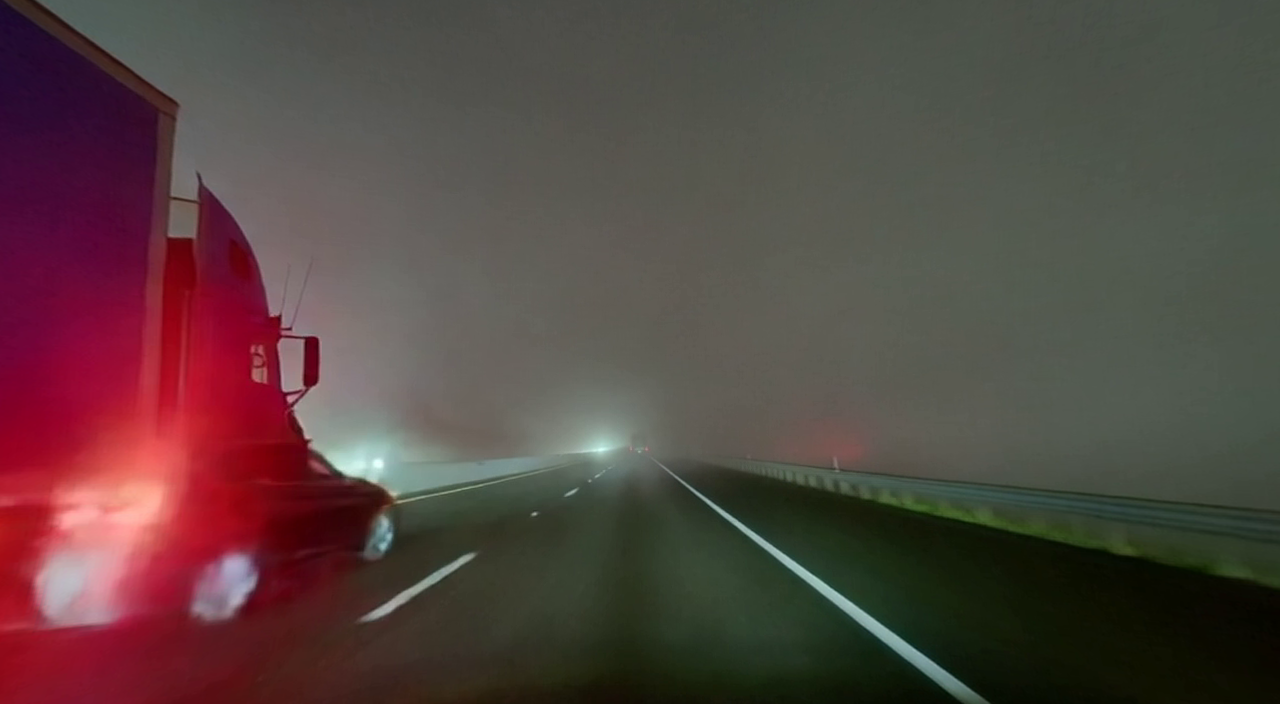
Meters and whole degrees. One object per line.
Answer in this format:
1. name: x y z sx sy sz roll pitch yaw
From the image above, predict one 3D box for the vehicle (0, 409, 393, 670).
1. vehicle: -3.949 1.418 5.749 1.880 1.569 3.714 0 -9 0
